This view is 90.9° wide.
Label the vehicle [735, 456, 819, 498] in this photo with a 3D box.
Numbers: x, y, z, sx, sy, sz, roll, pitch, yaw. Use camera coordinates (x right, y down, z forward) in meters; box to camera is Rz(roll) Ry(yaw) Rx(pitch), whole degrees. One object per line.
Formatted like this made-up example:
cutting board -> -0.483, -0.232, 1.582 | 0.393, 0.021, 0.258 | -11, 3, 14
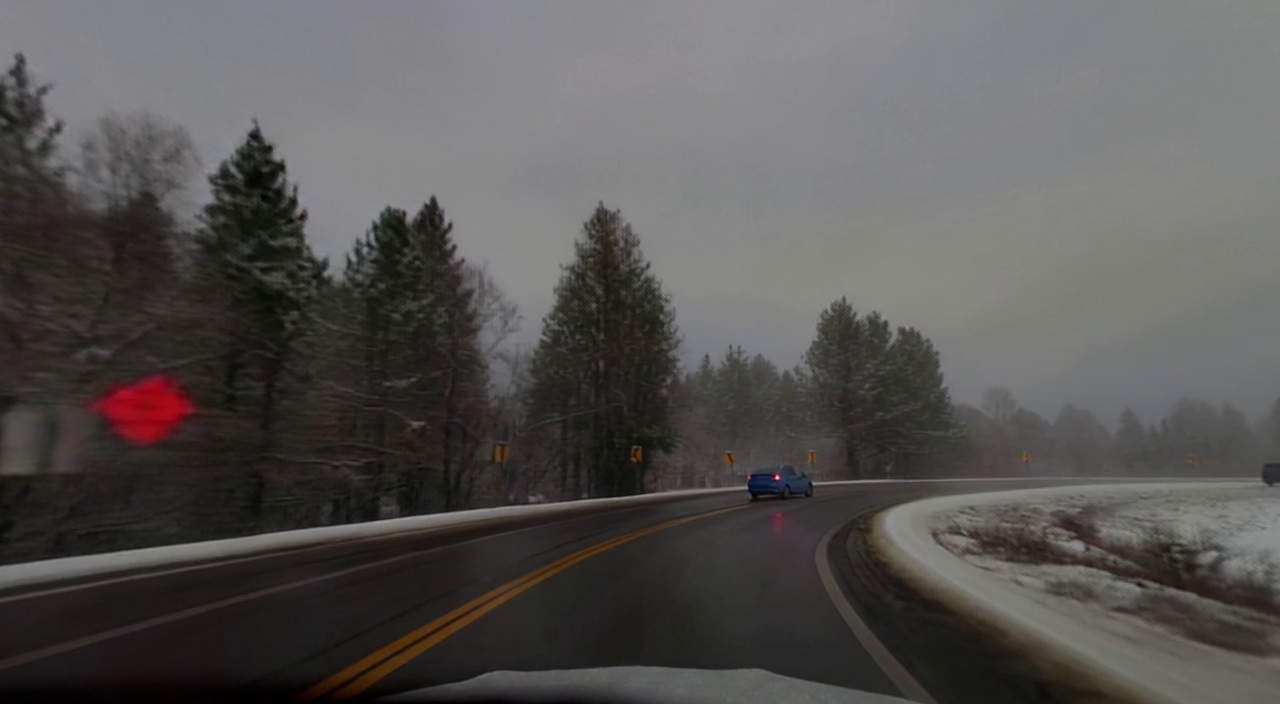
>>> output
vehicle -> 6.135, 5.503, 27.909 | 1.997, 1.692, 4.422 | -7, -13, 35
